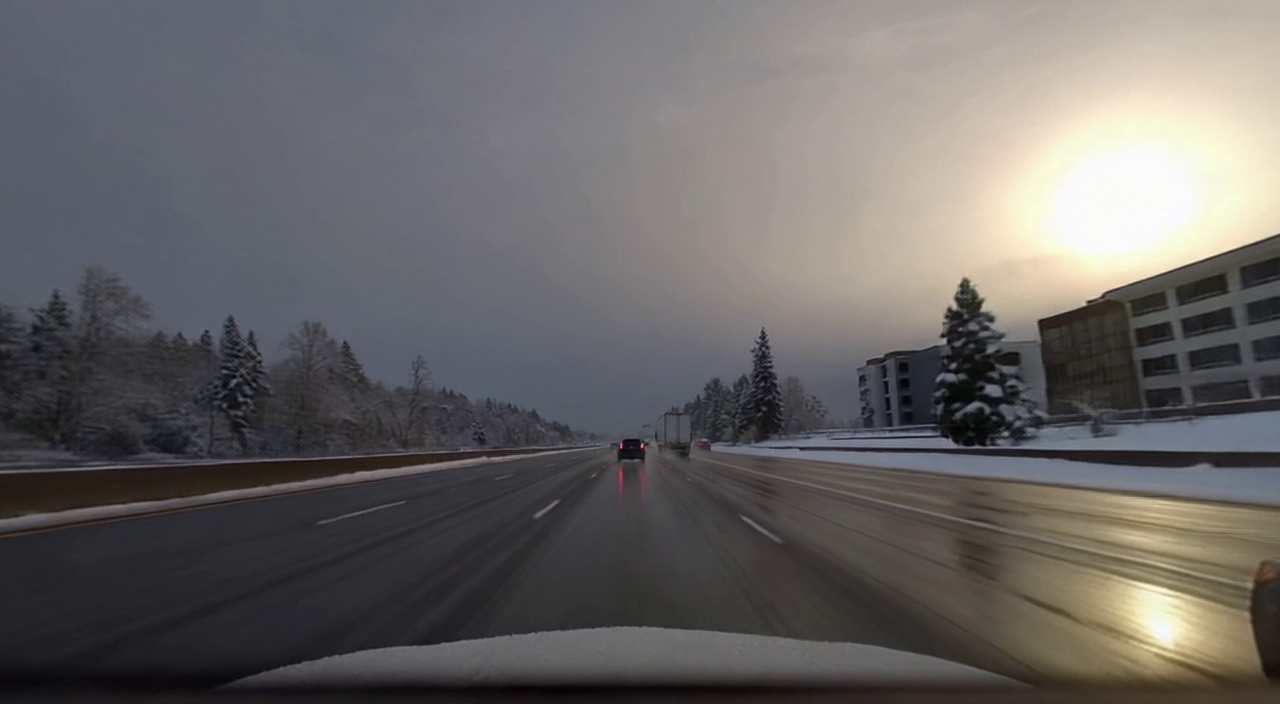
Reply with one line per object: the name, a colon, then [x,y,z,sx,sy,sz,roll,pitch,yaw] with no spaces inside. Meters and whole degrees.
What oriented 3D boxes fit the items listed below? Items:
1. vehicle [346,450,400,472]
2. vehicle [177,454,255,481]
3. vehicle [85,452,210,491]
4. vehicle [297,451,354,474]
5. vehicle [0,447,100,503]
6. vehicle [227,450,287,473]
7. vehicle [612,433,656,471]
vehicle: [-18.688,7.636,44.418,1.898,1.438,4.179,0,-8,1]
vehicle: [-25.583,6.948,38.347,1.777,1.412,4.314,0,-8,-1]
vehicle: [-21.968,5.319,28.497,1.863,1.464,4.703,0,-8,0]
vehicle: [-22.120,7.765,44.662,1.795,1.438,4.403,0,-8,0]
vehicle: [-18.582,3.542,18.367,1.889,1.525,4.375,0,-8,0]
vehicle: [-29.967,8.547,49.550,1.904,1.592,4.520,0,-8,-1]
vehicle: [-0.331,5.542,35.190,2.297,1.912,4.355,0,-8,-1]
